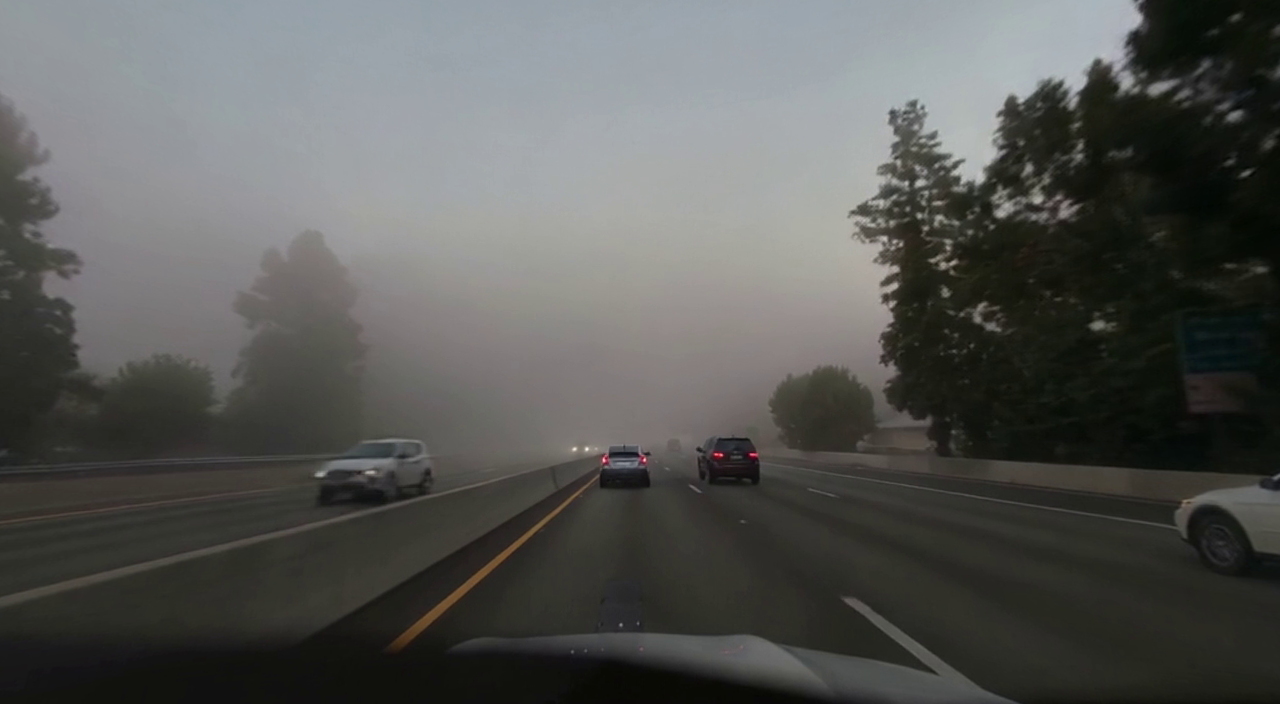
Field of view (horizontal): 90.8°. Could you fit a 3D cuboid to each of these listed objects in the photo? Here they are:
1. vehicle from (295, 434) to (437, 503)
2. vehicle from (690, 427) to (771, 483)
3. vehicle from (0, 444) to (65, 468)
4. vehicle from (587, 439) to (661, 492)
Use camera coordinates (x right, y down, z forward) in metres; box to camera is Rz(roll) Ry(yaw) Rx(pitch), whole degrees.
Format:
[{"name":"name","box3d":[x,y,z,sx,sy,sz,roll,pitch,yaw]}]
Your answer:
[{"name":"vehicle","box3d":[-7.346,3.140,17.495,1.939,1.661,4.295,0,-8,1]},{"name":"vehicle","box3d":[3.237,3.808,23.548,2.186,1.842,4.553,0,-8,-2]},{"name":"vehicle","box3d":[-37.872,6.413,38.866,3.332,1.408,1.576,0,-8,-2]},{"name":"vehicle","box3d":[-0.450,3.433,19.523,2.040,1.451,3.736,0,-8,0]}]
